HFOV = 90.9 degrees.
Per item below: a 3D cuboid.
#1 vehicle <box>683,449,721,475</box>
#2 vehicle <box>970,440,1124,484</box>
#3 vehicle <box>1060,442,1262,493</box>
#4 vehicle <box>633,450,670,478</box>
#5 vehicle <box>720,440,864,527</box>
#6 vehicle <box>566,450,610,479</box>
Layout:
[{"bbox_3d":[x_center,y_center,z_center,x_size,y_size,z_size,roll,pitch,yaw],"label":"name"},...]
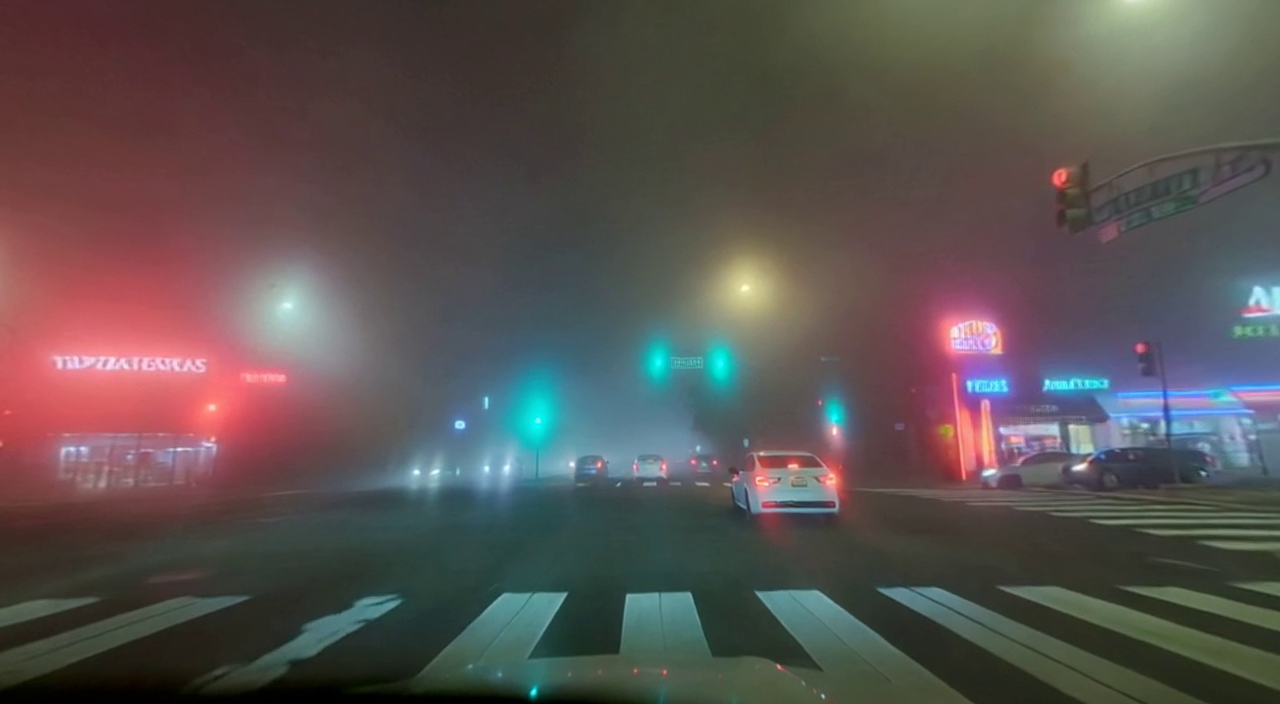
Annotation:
[{"bbox_3d":[3.919,7.034,40.481,1.931,1.552,4.125,0,-8,0],"label":"vehicle"},{"bbox_3d":[16.422,4.434,25.641,4.637,1.654,2.277,0,-8,-1],"label":"vehicle"},{"bbox_3d":[15.652,3.456,19.098,4.481,1.427,1.830,0,-8,-1],"label":"vehicle"},{"bbox_3d":[0.612,6.524,36.997,2.070,1.460,4.118,0,-8,0],"label":"vehicle"},{"bbox_3d":[2.938,2.623,13.199,1.946,1.513,4.133,0,-8,0],"label":"vehicle"},{"bbox_3d":[-2.790,6.142,34.689,2.040,1.471,4.211,0,-8,1],"label":"vehicle"}]
